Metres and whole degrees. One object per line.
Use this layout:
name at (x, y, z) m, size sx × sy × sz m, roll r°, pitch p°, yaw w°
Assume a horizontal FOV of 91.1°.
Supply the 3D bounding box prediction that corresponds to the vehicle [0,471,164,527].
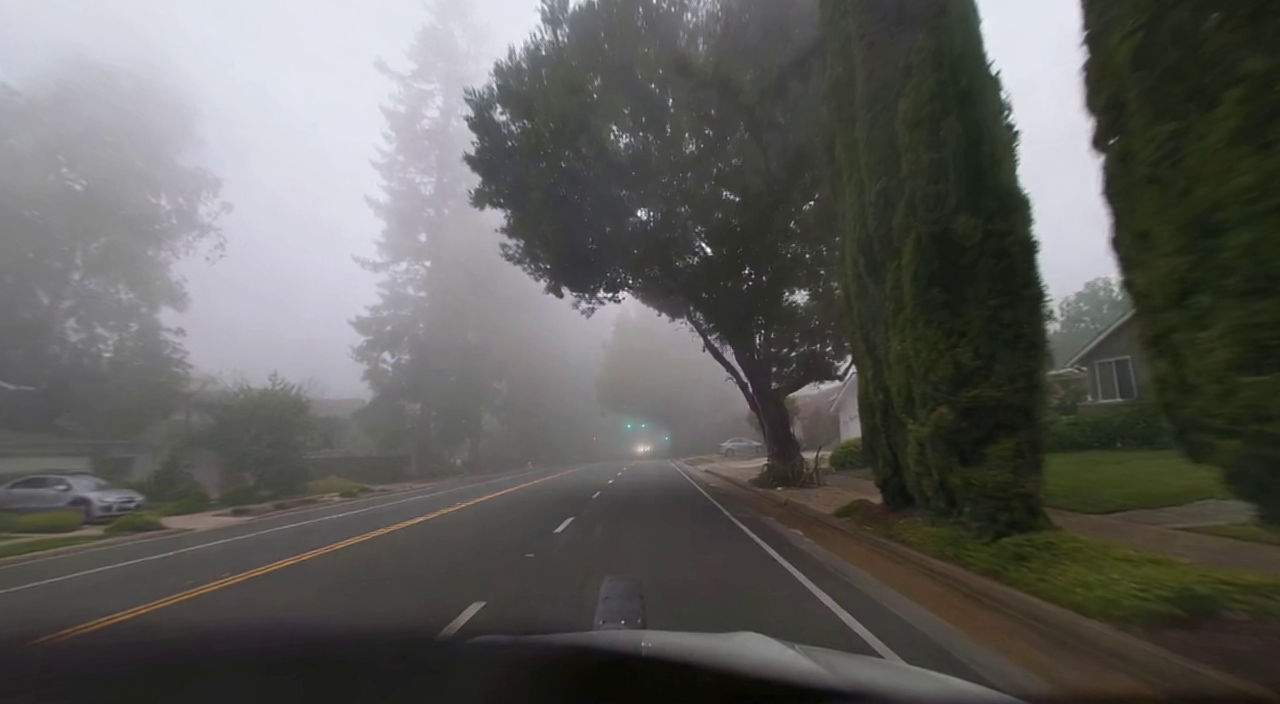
vehicle at (-17.393, 4.366, 18.848) m, size 4.624 × 1.488 × 1.858 m, roll 0°, pitch -9°, yaw -1°
